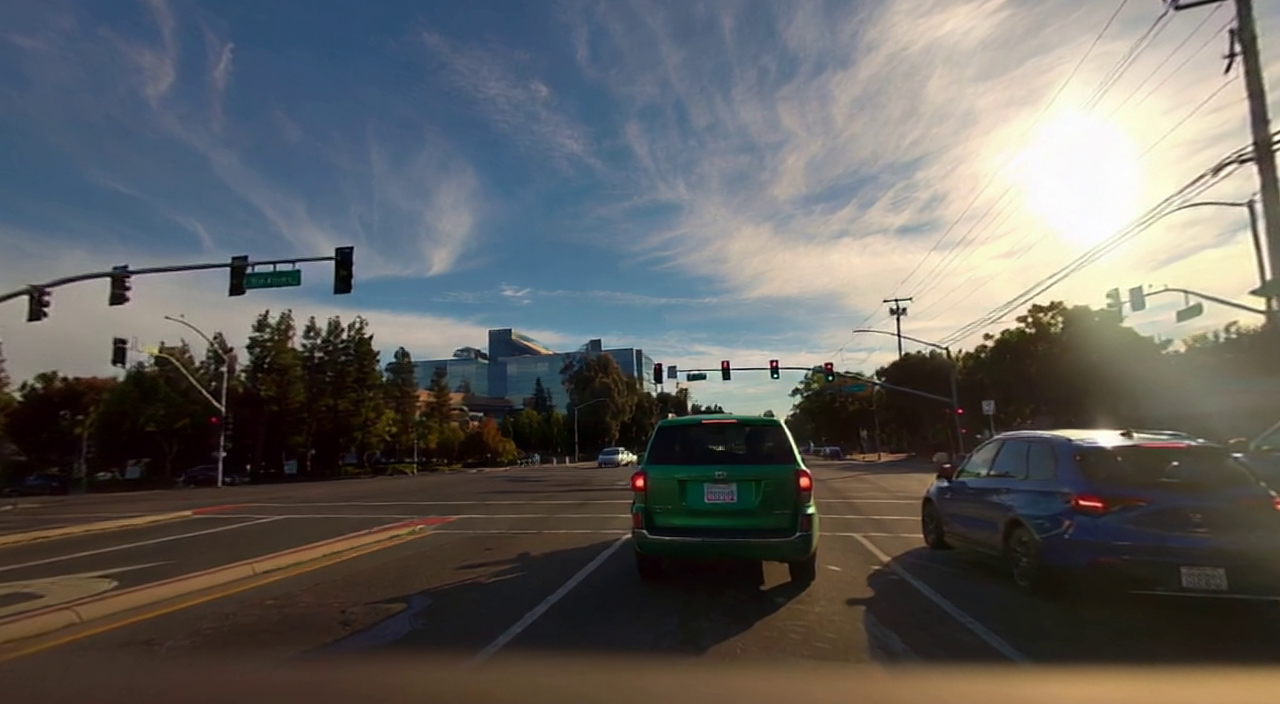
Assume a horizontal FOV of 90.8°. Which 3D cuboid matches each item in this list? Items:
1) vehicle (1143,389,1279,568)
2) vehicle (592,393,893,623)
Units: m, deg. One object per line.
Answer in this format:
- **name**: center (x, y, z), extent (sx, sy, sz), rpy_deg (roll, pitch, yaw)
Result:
- **vehicle**: center (7.597, 1.216, 5.960), extent (2.119, 1.827, 4.806), rpy_deg (-1, -9, 7)
- **vehicle**: center (0.976, 1.521, 7.081), extent (2.285, 1.729, 4.252), rpy_deg (-1, -9, 6)
